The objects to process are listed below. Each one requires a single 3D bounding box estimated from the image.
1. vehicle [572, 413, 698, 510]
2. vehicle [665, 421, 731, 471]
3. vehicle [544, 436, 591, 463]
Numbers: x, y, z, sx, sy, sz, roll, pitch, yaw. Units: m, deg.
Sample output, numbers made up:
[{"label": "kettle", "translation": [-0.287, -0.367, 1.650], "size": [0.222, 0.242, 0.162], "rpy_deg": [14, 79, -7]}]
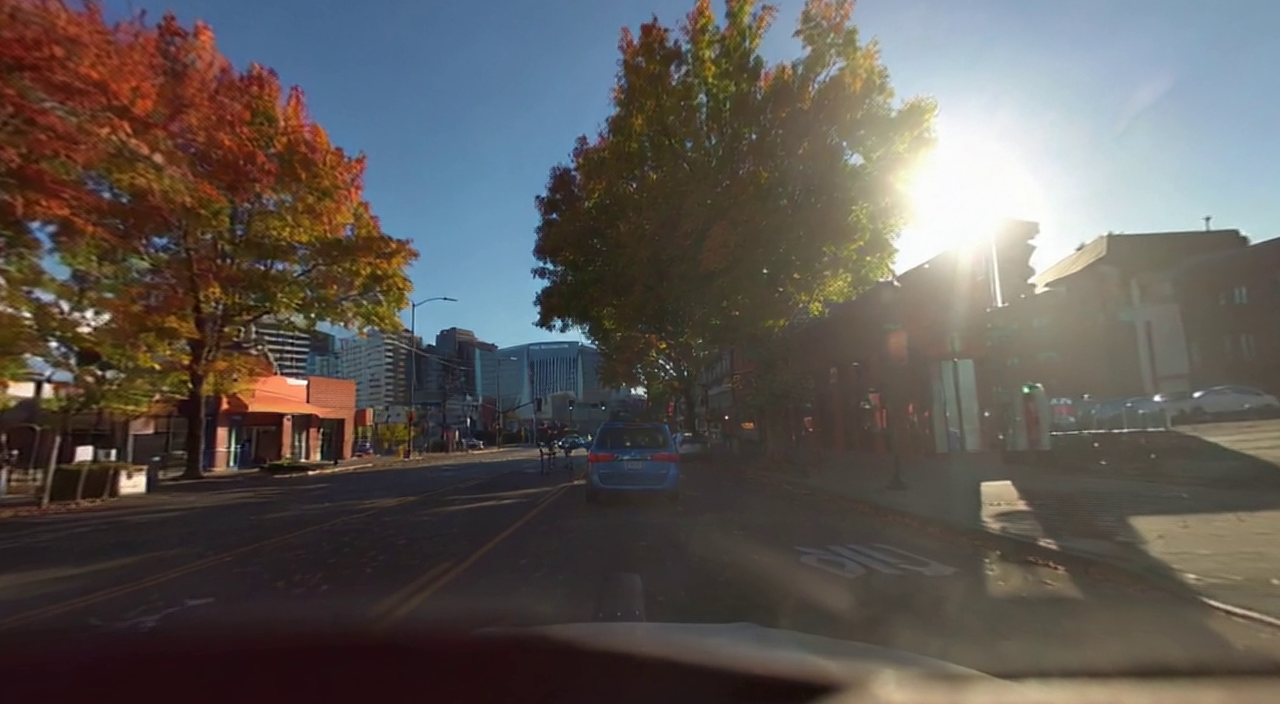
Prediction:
[{"label": "vehicle", "translation": [-0.127, 2.262, 13.495], "size": [2.274, 1.736, 4.083], "rpy_deg": [0, -8, -1]}, {"label": "vehicle", "translation": [2.428, 4.080, 27.502], "size": [2.147, 1.968, 4.478], "rpy_deg": [1, -8, -4]}, {"label": "vehicle", "translation": [-4.032, 5.498, 35.663], "size": [2.096, 1.415, 4.515], "rpy_deg": [0, -8, 0]}]
